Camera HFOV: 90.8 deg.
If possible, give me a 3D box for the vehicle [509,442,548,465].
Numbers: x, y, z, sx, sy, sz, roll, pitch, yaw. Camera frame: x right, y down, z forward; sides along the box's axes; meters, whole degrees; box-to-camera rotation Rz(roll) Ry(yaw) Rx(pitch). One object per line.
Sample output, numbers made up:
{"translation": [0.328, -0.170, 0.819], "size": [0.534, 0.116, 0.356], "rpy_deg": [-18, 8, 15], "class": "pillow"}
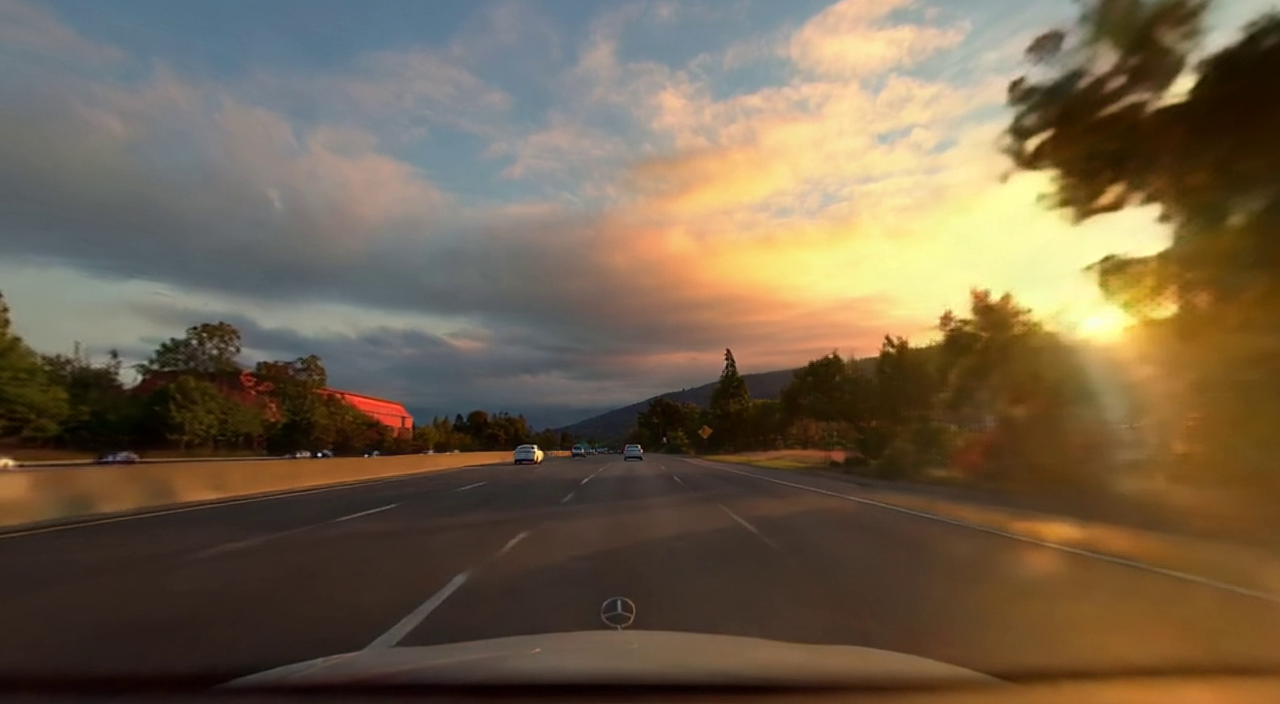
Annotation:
{"translation": [-7.922, 7.237, 45.106], "size": [1.991, 1.572, 4.314], "rpy_deg": [0, -9, 0], "class": "vehicle"}
